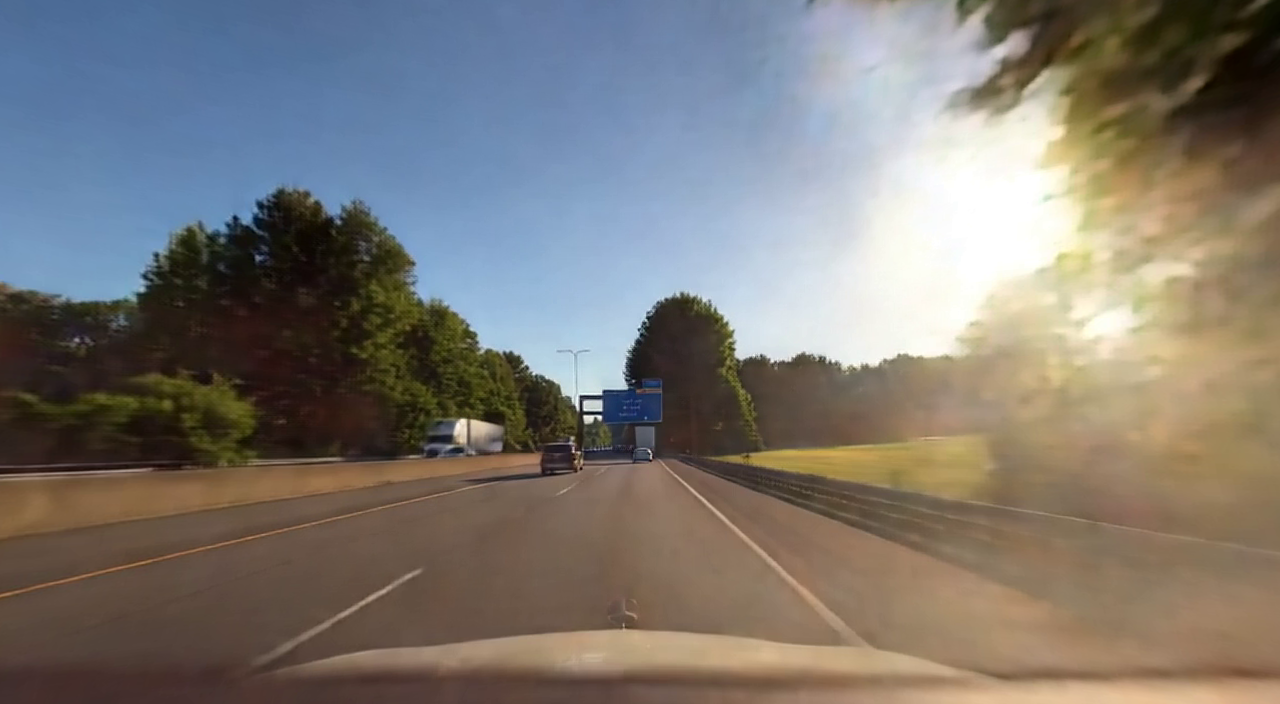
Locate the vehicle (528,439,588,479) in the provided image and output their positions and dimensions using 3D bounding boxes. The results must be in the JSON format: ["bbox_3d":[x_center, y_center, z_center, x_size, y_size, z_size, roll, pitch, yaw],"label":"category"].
[{"bbox_3d":[-3.753,4.996,29.703,2.097,1.722,4.808,0,-9,1],"label":"vehicle"}]

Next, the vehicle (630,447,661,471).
[{"bbox_3d":[0.338,6.858,40.553,1.853,1.436,3.438,0,-9,0],"label":"vehicle"}]
